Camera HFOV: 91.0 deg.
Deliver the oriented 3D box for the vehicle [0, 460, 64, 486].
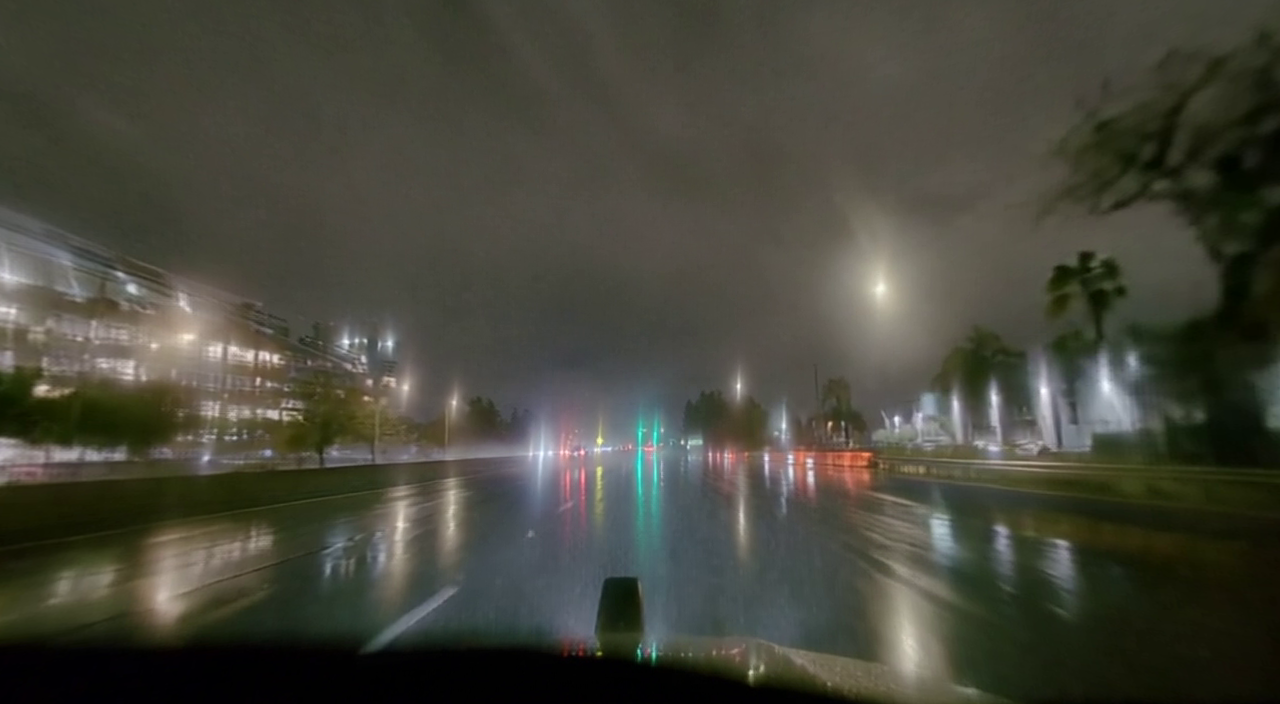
[{"bbox_3d":[-37.246,7.233,37.755,3.852,1.492,1.615,-1,-9,5],"label":"vehicle"}]
